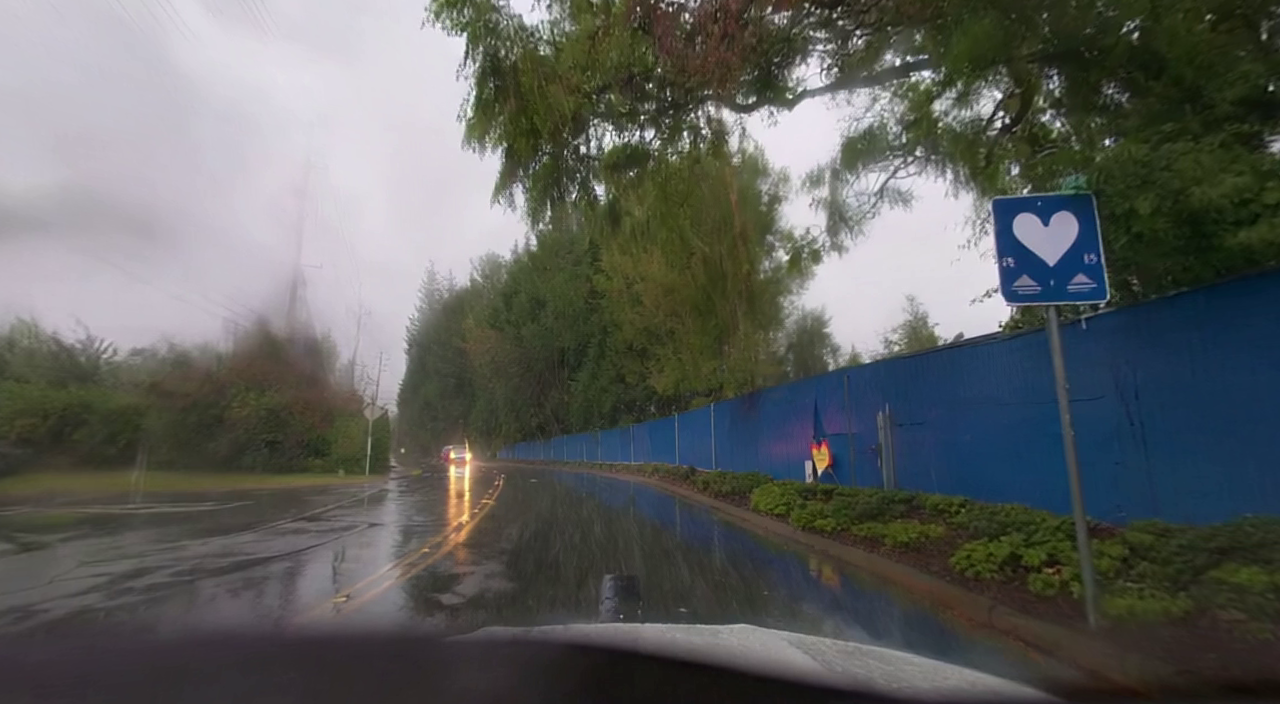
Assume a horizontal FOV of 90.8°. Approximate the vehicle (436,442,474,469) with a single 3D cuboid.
[{"bbox_3d":[-14.038,7.762,47.668,2.185,1.901,4.177,3,-9,-23],"label":"vehicle"}]
